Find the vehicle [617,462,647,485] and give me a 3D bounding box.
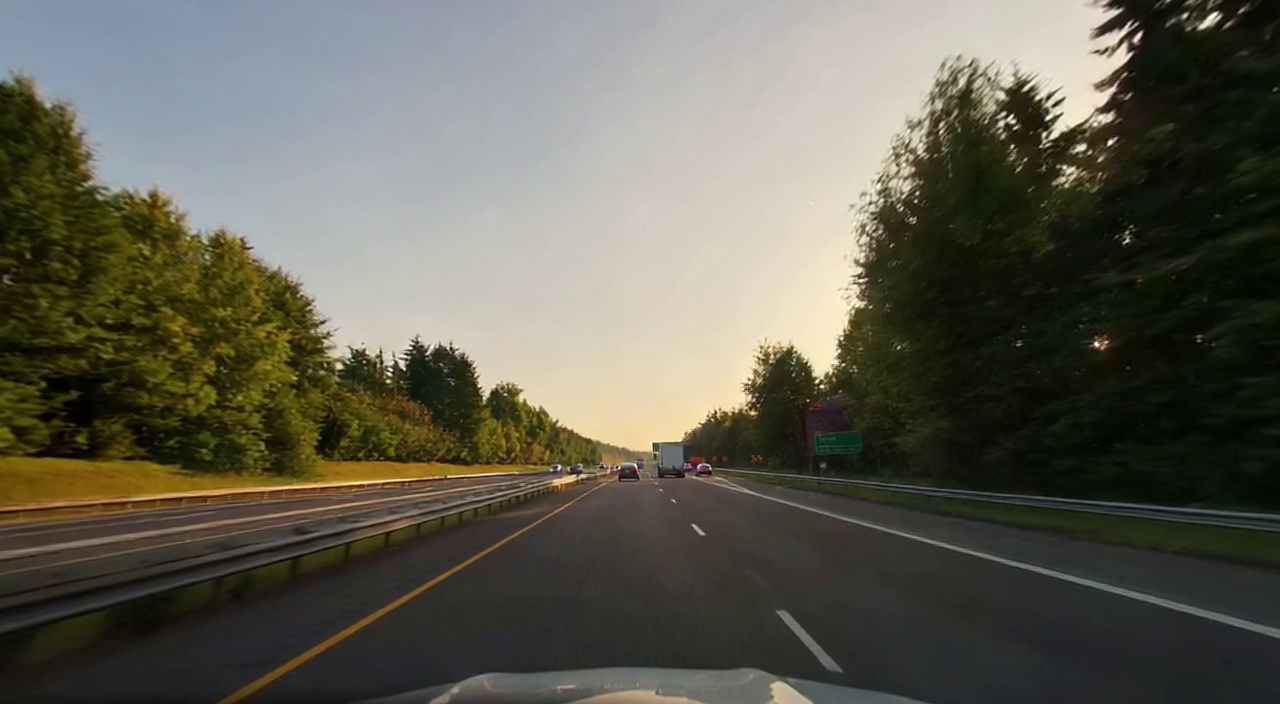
[{"bbox_3d":[-0.549,8.454,43.977,2.025,1.452,3.927,1,-10,0],"label":"vehicle"}]
